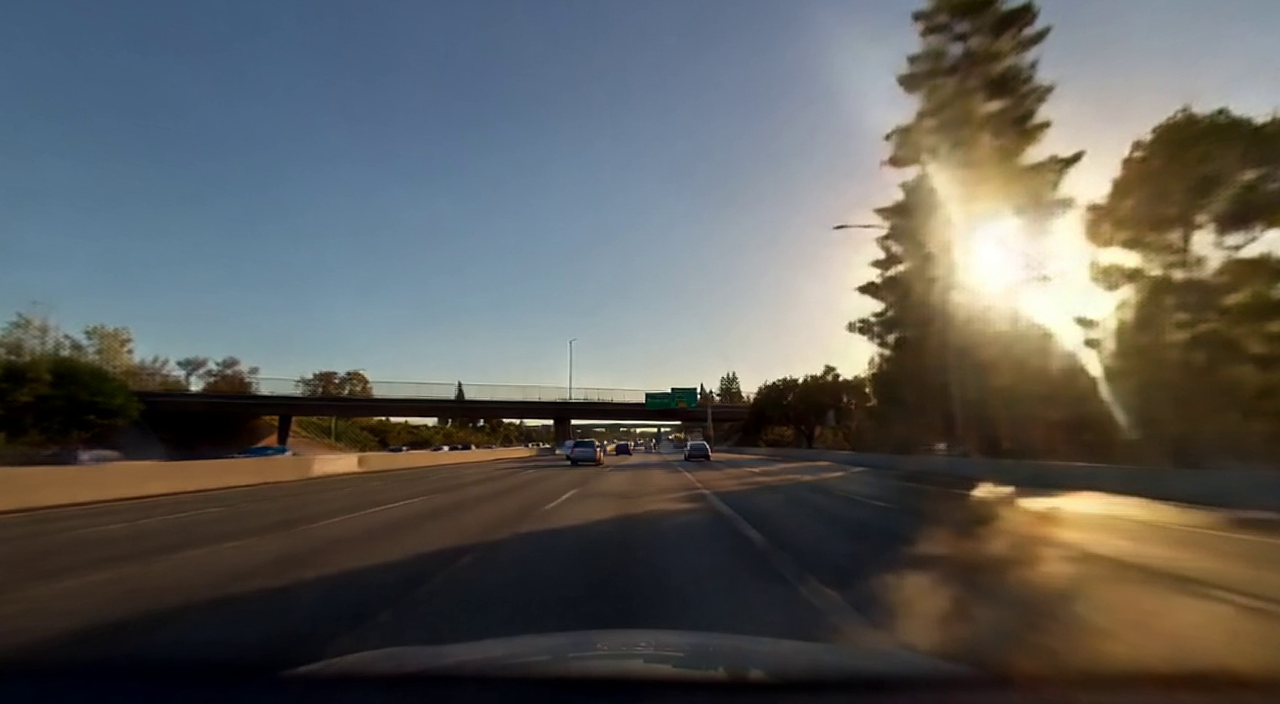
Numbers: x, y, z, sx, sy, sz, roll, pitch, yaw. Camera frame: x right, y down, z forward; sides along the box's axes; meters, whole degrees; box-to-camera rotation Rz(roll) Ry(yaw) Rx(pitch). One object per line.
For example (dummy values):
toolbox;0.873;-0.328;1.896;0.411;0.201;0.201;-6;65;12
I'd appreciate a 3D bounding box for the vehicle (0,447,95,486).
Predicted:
vehicle;-24.641;4.545;25.397;1.758;1.424;3.903;0;-8;1

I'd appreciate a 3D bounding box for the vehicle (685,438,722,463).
vehicle;4.648;7.250;46.551;2.229;1.704;4.392;0;-8;0

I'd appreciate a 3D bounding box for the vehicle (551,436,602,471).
vehicle;-3.354;5.467;34.257;2.196;1.733;4.355;0;-8;2

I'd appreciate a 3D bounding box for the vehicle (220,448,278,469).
vehicle;-27.665;7.515;44.728;1.710;1.405;3.610;0;-8;2

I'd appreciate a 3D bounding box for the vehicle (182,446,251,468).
vehicle;-31.513;7.803;47.100;1.924;1.507;4.635;0;-8;1
